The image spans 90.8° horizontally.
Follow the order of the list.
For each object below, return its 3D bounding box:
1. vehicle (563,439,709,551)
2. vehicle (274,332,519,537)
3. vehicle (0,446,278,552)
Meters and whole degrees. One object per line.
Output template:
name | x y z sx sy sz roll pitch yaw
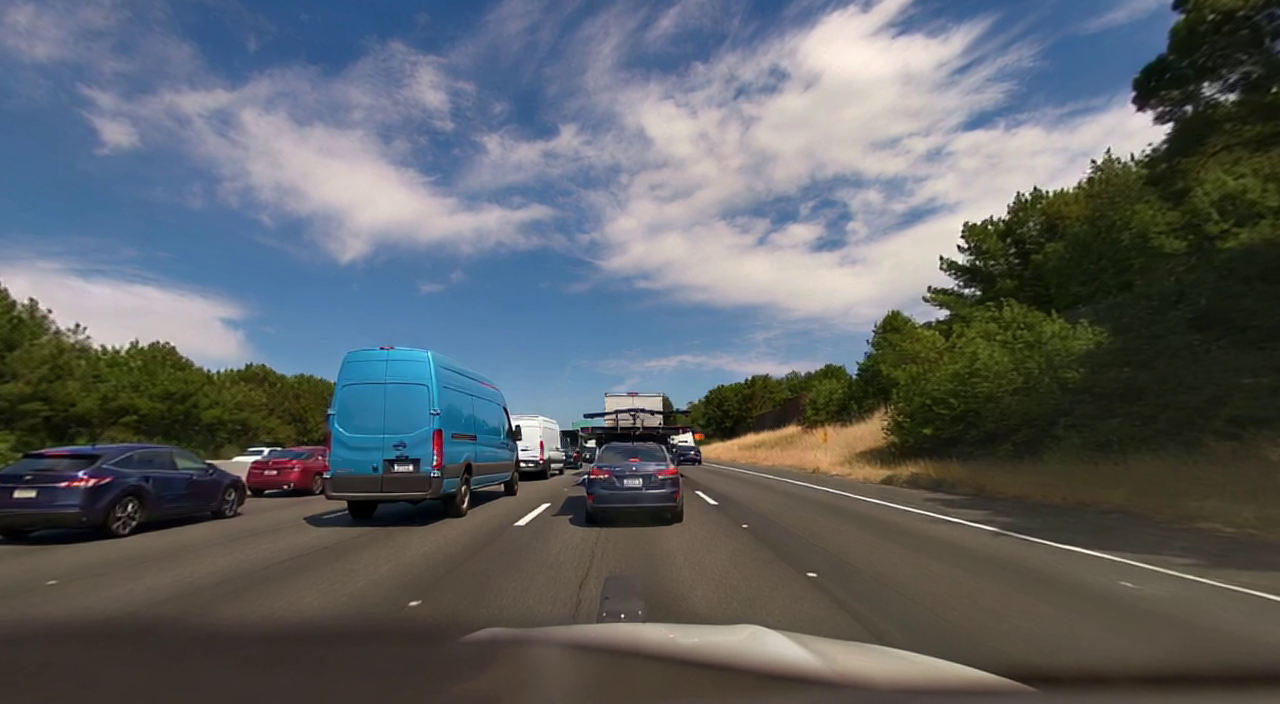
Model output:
vehicle | -0.087 2.213 10.350 1.995 1.495 3.380 0 -9 -1
vehicle | -4.060 1.647 12.297 2.254 2.879 6.656 0 -9 -2
vehicle | -8.837 2.475 11.377 1.899 1.503 4.466 -1 -9 1
